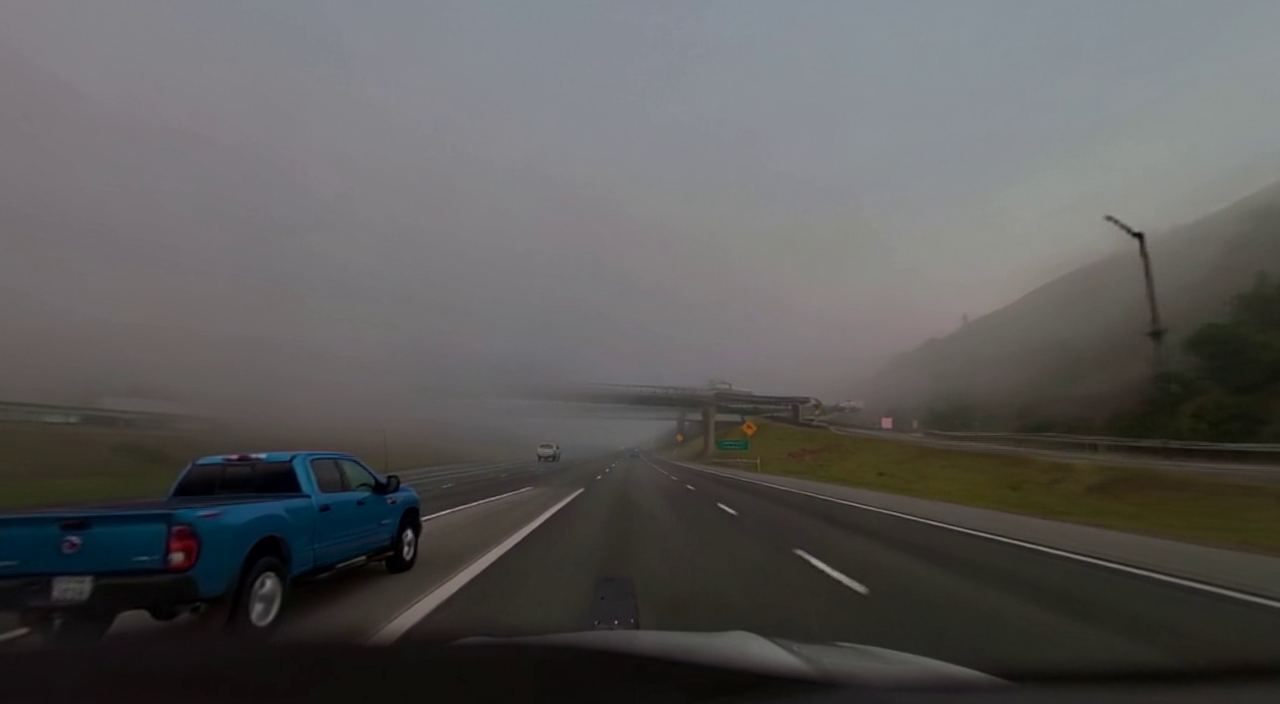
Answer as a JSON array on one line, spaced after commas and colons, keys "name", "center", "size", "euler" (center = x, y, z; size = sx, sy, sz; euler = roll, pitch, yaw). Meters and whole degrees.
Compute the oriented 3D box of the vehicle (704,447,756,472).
[{"name": "vehicle", "center": [6.560, 7.908, 46.860], "size": [2.406, 1.702, 6.765], "euler": [1, -9, -4]}]
